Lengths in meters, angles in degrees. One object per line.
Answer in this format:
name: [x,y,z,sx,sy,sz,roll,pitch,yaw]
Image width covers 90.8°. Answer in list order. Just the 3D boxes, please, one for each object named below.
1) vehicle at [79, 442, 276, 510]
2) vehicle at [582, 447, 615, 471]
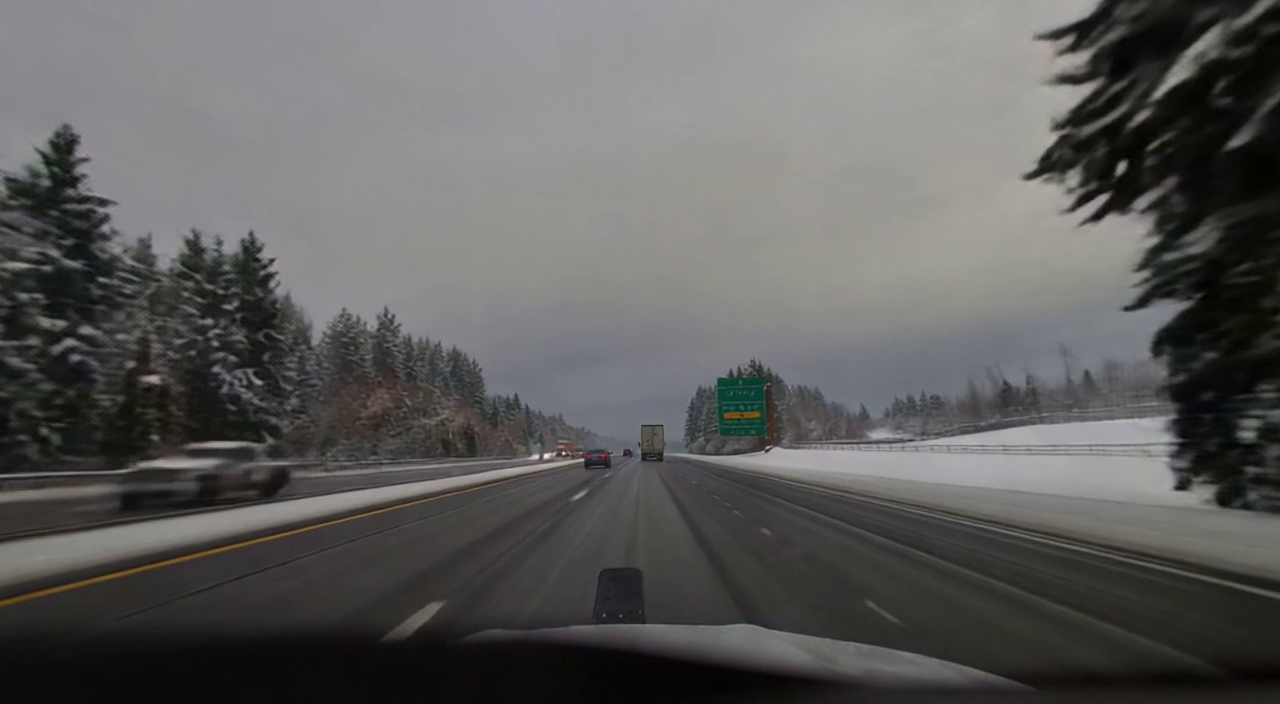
vehicle: [-11.848,3.180,16.631,1.961,1.550,4.218,0,-9,0]
vehicle: [-3.001,7.821,46.307,2.057,1.618,4.212,0,-9,1]
